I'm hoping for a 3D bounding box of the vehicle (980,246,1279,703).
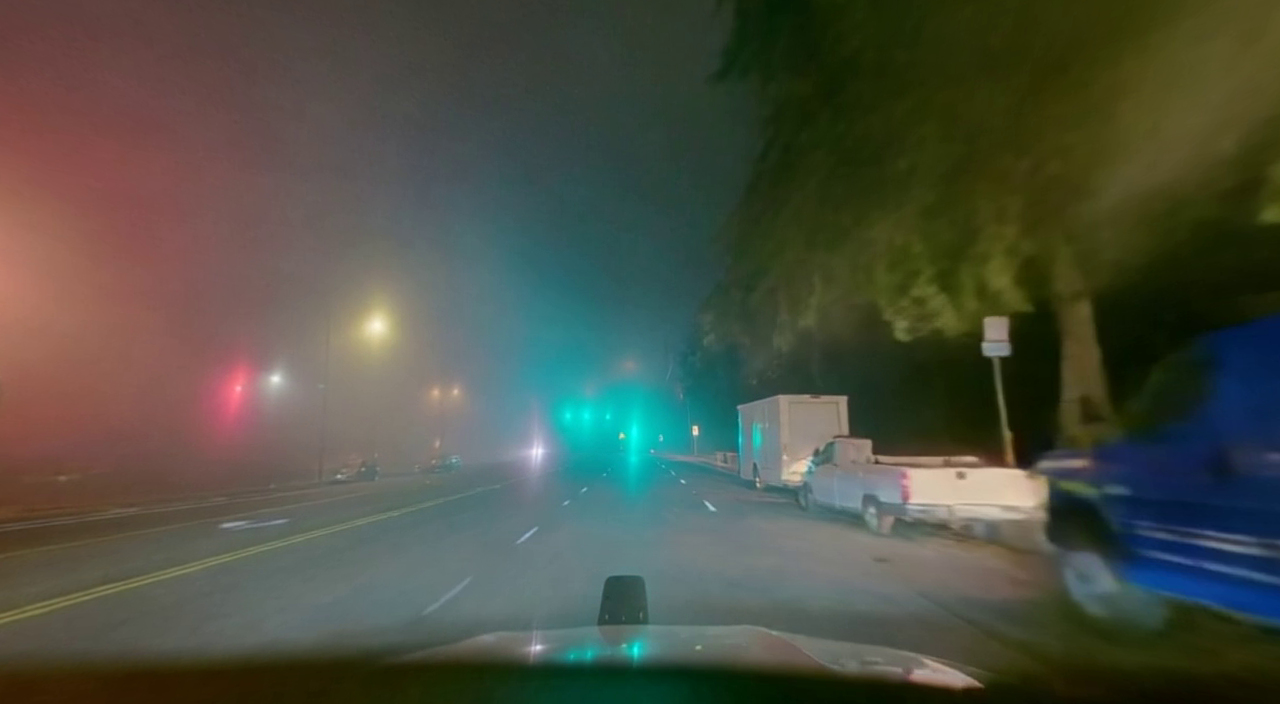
[{"bbox_3d":[3.987,0.553,2.302,2.293,2.171,5.871,0,-9,2],"label":"vehicle"}]

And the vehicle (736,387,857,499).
[{"bbox_3d":[4.514,2.801,19.283,2.229,2.912,5.697,0,-9,0],"label":"vehicle"}]

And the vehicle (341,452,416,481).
[{"bbox_3d":[-14.740,6.451,35.726,1.990,1.487,4.767,-1,-9,4],"label":"vehicle"}]

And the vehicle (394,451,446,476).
[{"bbox_3d":[-14.683,7.436,42.143,1.934,1.480,4.510,0,-9,-1],"label":"vehicle"}]

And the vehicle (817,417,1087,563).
[{"bbox_3d":[4.129,1.871,9.247,1.970,1.640,4.087,0,-9,2],"label":"vehicle"}]
